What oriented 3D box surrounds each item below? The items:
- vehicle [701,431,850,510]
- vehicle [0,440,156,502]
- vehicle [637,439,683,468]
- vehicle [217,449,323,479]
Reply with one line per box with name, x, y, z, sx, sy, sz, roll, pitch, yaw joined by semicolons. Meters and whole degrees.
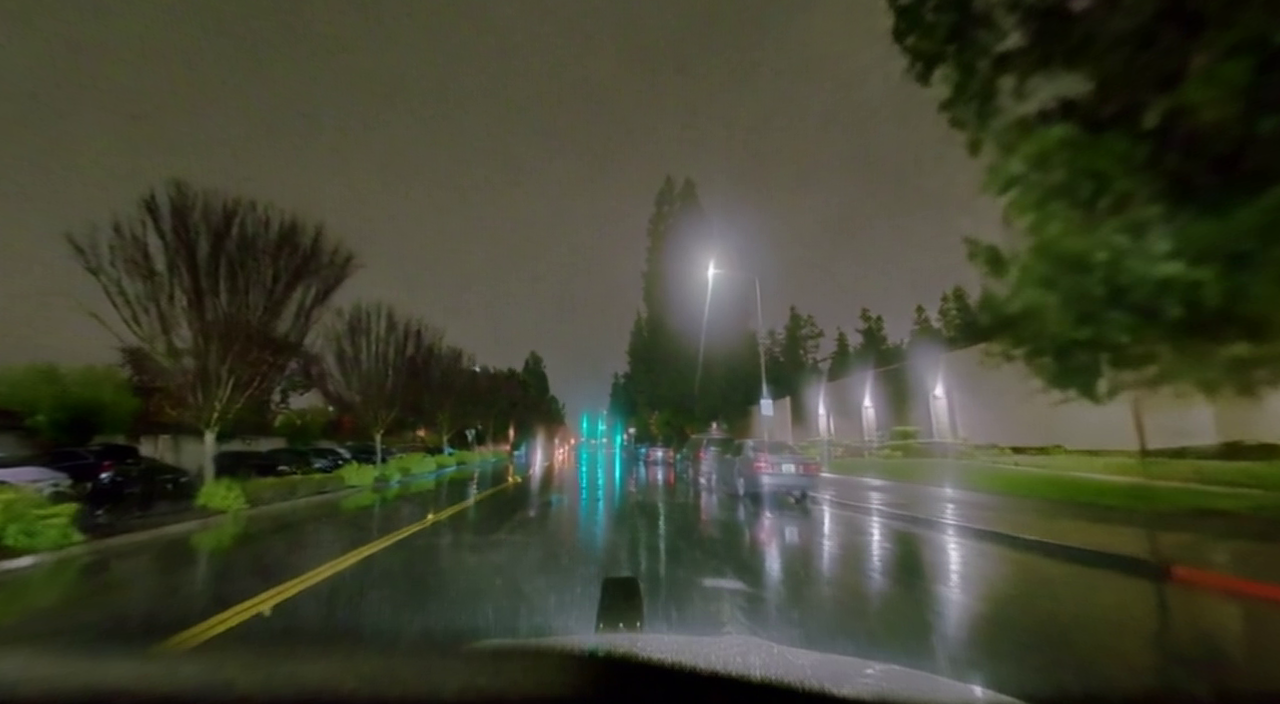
vehicle;2.971;2.729;15.161;1.933;1.528;5.006;0;-8;-7
vehicle;-16.980;3.421;18.448;4.444;1.647;2.117;-3;-9;15
vehicle;1.064;5.857;36.721;1.952;1.538;5.215;0;-8;-6
vehicle;-18.946;5.723;32.416;4.491;1.455;1.959;-3;-9;13
